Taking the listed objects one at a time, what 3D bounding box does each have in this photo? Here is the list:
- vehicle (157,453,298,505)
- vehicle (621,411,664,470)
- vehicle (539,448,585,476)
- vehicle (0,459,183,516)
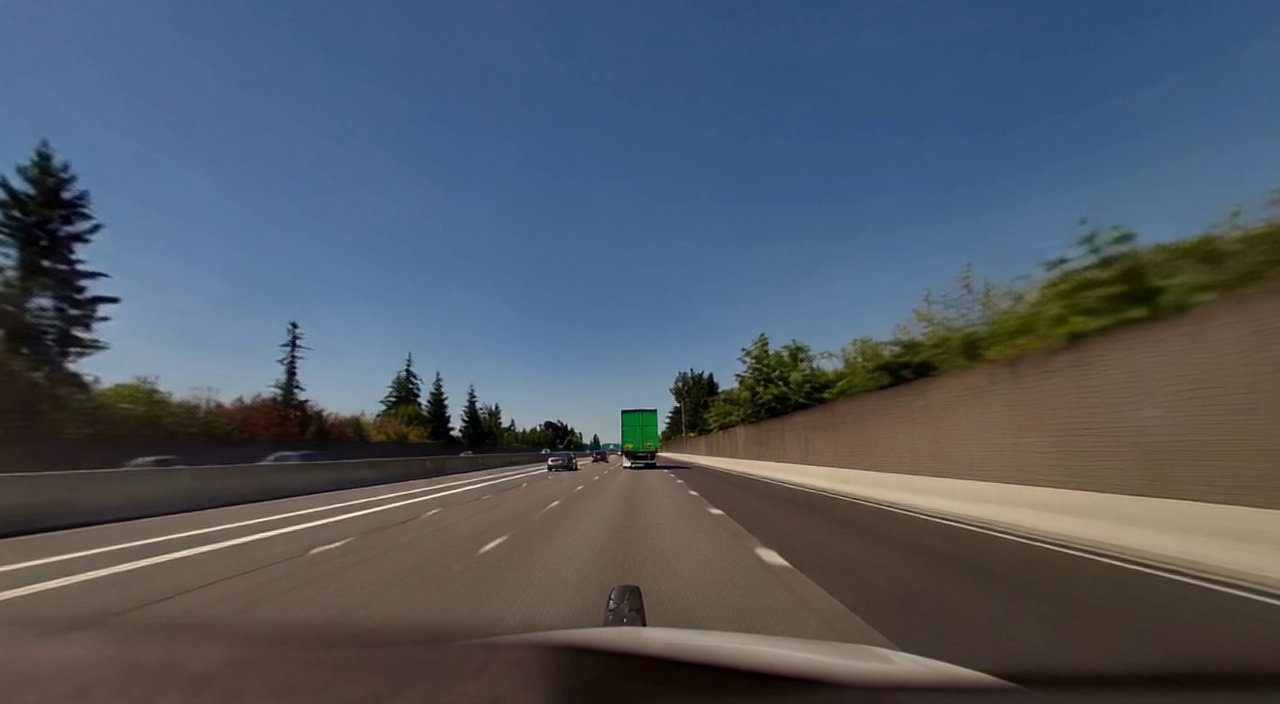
[{"bbox_3d":[-12.957,3.972,20.149,1.797,1.436,3.926,0,-9,1],"label":"vehicle"},{"bbox_3d":[0.242,6.903,48.764,2.980,4.051,10.359,0,-9,0],"label":"vehicle"},{"bbox_3d":[-4.457,6.370,36.743,1.977,1.478,4.702,0,-9,1],"label":"vehicle"},{"bbox_3d":[-16.628,4.046,19.355,1.813,1.452,4.446,0,-9,0],"label":"vehicle"}]
